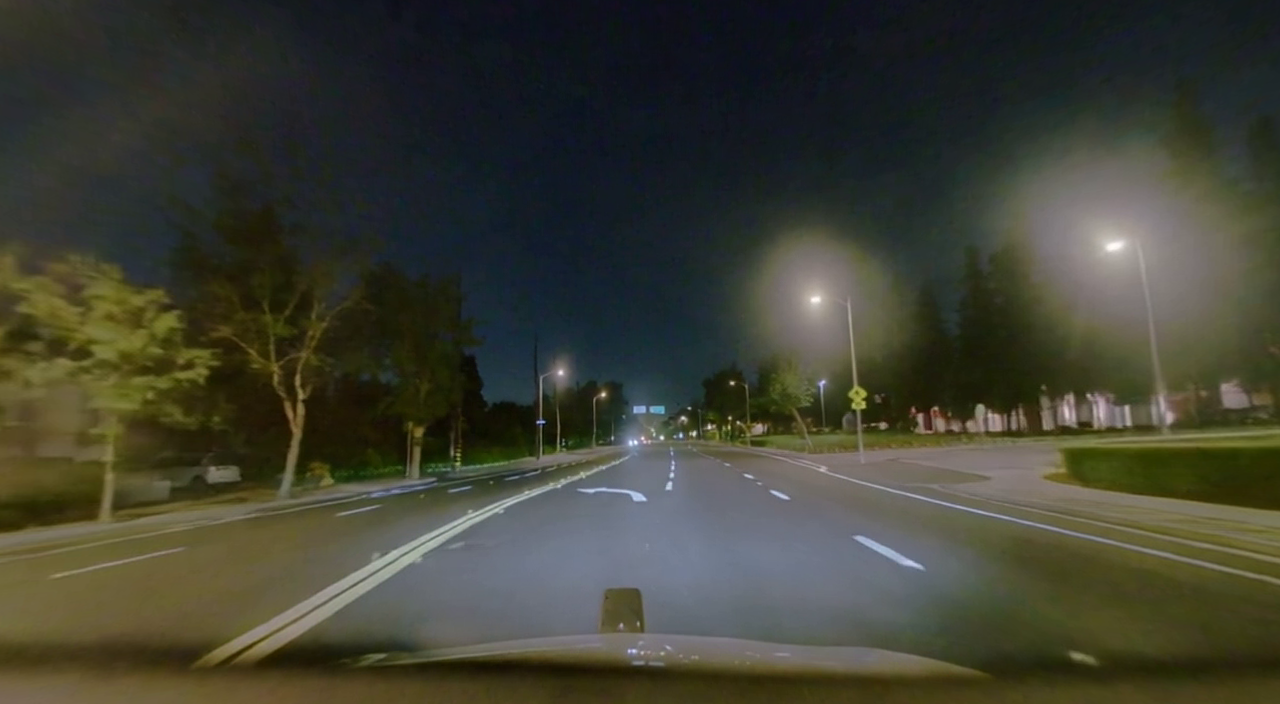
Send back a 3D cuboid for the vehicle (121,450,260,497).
[{"bbox_3d":[-19.166,5.145,27.303,2.030,1.759,4.949,-1,-8,5],"label":"vehicle"}]
